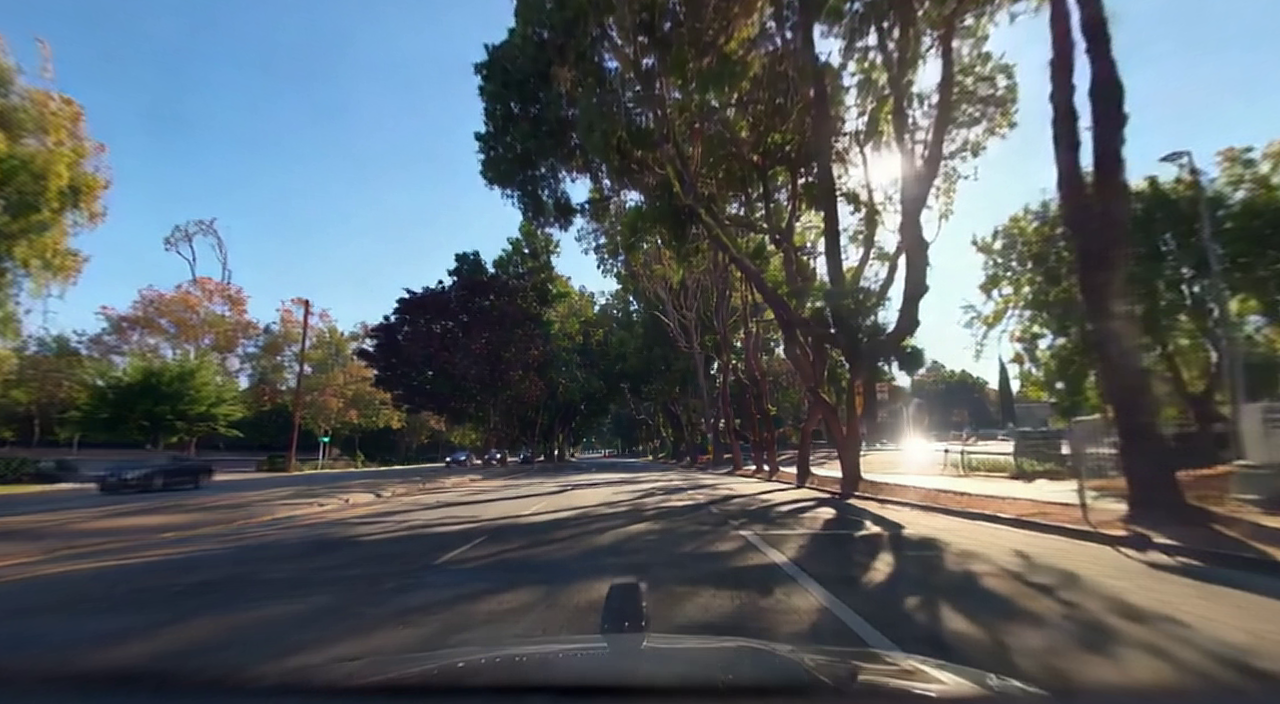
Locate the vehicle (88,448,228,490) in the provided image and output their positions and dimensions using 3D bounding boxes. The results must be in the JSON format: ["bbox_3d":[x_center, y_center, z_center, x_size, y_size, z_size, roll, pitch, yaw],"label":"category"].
[{"bbox_3d":[-19.656,4.748,26.039,2.099,1.504,4.721,0,-8,-1],"label":"vehicle"}]
